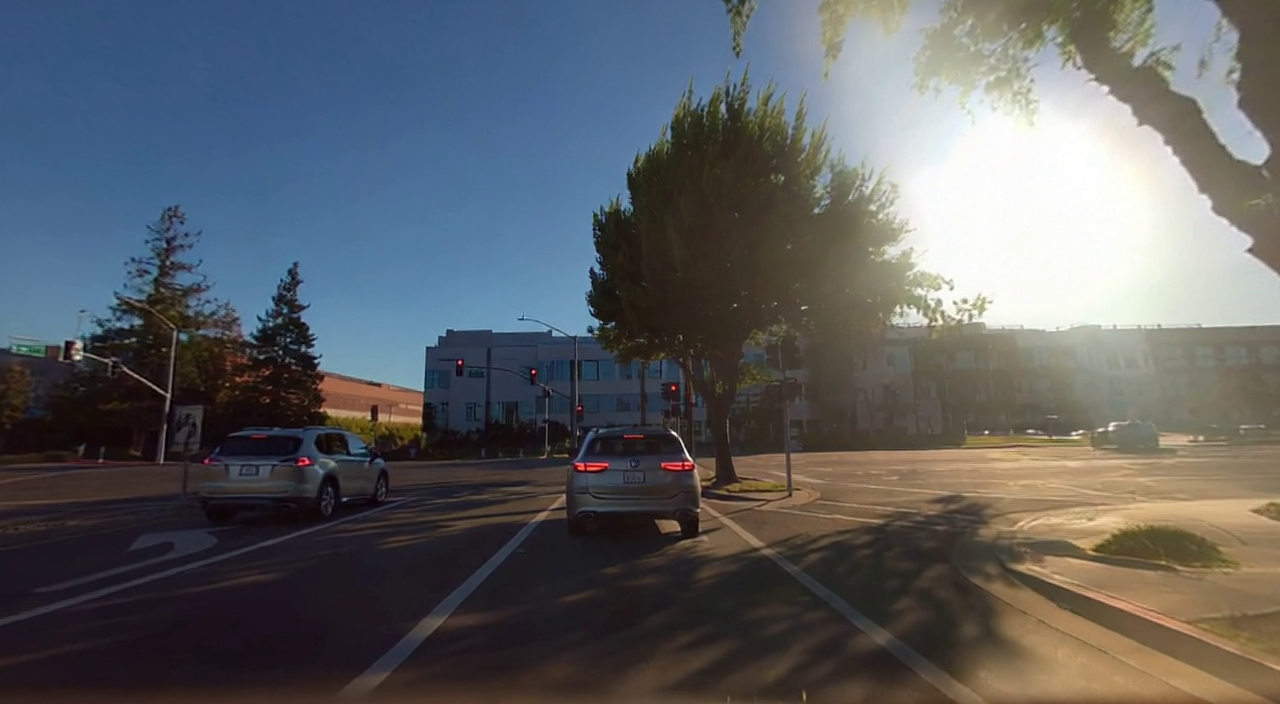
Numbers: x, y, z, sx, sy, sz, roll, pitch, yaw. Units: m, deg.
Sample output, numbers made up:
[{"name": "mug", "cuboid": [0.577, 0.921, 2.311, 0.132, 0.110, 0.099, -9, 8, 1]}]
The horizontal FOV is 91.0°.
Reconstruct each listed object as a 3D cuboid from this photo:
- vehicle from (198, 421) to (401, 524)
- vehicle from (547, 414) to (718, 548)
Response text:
[{"name": "vehicle", "cuboid": [-6.498, 2.336, 12.680, 2.020, 1.695, 4.187, 1, -9, -5]}, {"name": "vehicle", "cuboid": [-0.237, 1.940, 10.097, 2.154, 1.670, 4.140, 0, -9, -4]}]
